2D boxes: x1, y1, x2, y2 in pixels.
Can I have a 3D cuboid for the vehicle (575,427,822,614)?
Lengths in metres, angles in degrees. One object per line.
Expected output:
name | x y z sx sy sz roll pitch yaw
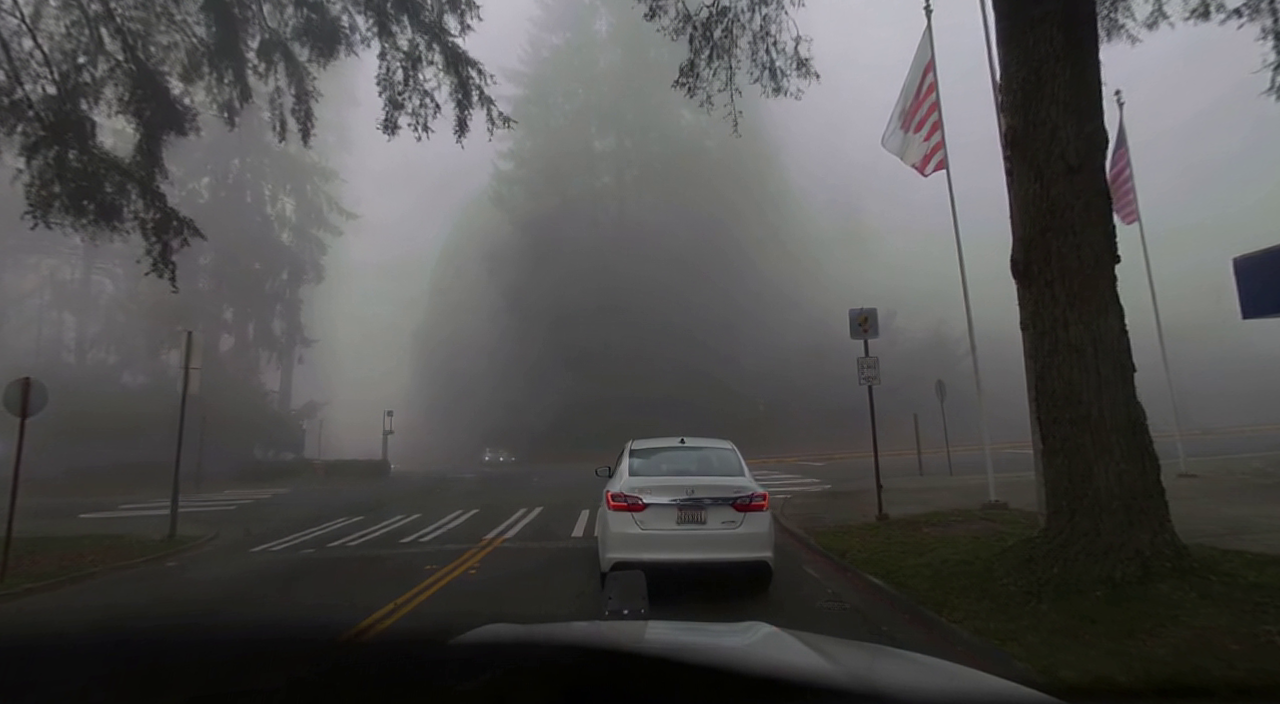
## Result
vehicle | 0.385 1.637 6.954 1.985 1.463 3.647 0 -9 -3

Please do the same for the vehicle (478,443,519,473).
vehicle | -9.985 7.490 44.740 2.212 1.948 4.537 0 -9 -5
